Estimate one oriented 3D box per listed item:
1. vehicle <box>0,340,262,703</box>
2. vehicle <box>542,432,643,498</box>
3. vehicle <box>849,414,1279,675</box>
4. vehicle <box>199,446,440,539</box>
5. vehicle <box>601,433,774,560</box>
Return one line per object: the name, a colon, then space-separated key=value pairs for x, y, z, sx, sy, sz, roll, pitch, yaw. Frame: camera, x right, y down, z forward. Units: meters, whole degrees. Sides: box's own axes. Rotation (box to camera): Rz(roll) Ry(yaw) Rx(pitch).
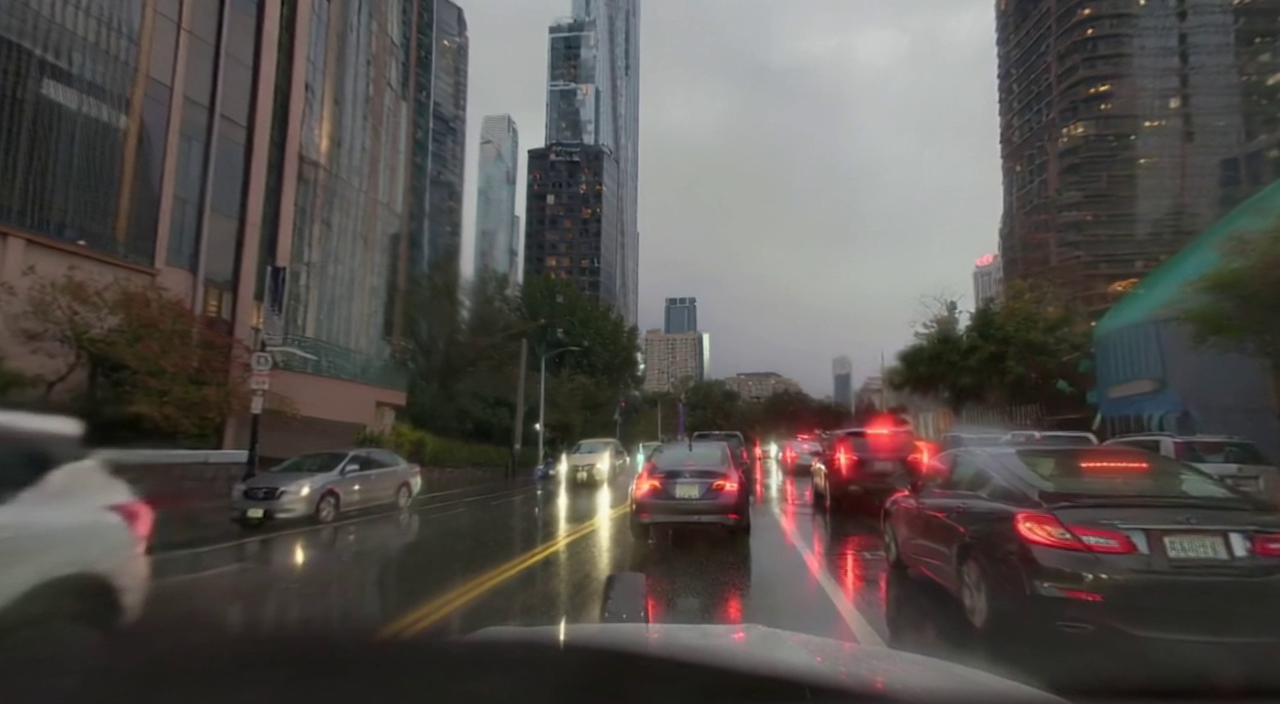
vehicle: x=-3.535 y=0.712 z=1.616 sx=2.030 sy=1.730 sz=4.453 roll=-1 pitch=-8 yaw=6
vehicle: x=-1.293 y=3.407 z=19.505 sx=2.102 sy=1.771 sz=4.599 roll=-1 pitch=-9 yaw=9
vehicle: x=3.391 y=1.441 z=5.889 sx=1.982 sy=1.510 sz=4.144 roll=-1 pitch=-9 yaw=8
vehicle: x=-6.074 y=2.646 z=12.687 sx=1.928 sy=1.503 sz=4.322 roll=-2 pitch=-9 yaw=13
vehicle: x=0.790 y=1.983 z=9.391 sx=2.031 sy=1.461 sz=3.763 roll=-1 pitch=-8 yaw=8
